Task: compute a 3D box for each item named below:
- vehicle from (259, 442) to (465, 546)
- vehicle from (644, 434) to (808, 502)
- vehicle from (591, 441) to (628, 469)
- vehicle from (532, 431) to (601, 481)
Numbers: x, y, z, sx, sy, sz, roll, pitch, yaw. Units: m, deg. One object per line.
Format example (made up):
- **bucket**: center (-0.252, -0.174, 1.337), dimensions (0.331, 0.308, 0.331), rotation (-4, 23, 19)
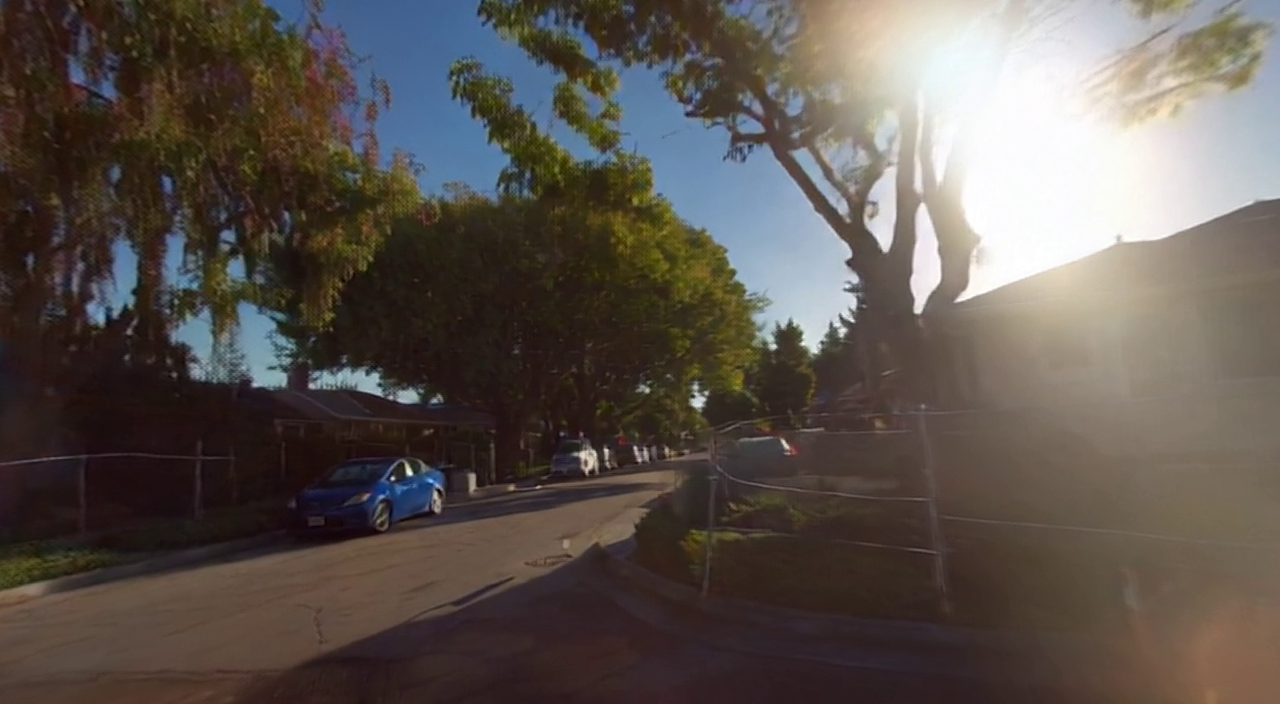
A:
- **vehicle**: center (-5.291, 2.694, 12.731), dimensions (1.899, 1.524, 4.082), rotation (2, -6, 7)
- **vehicle**: center (2.226, 2.798, 15.747), dimensions (4.070, 1.436, 1.827), rotation (6, -10, -42)
- **vehicle**: center (-1.894, 6.521, 40.305), dimensions (1.765, 1.493, 4.130), rotation (2, -6, 6)
- **vehicle**: center (-3.338, 4.787, 29.601), dimensions (2.042, 1.937, 4.960), rotation (2, -6, 7)
